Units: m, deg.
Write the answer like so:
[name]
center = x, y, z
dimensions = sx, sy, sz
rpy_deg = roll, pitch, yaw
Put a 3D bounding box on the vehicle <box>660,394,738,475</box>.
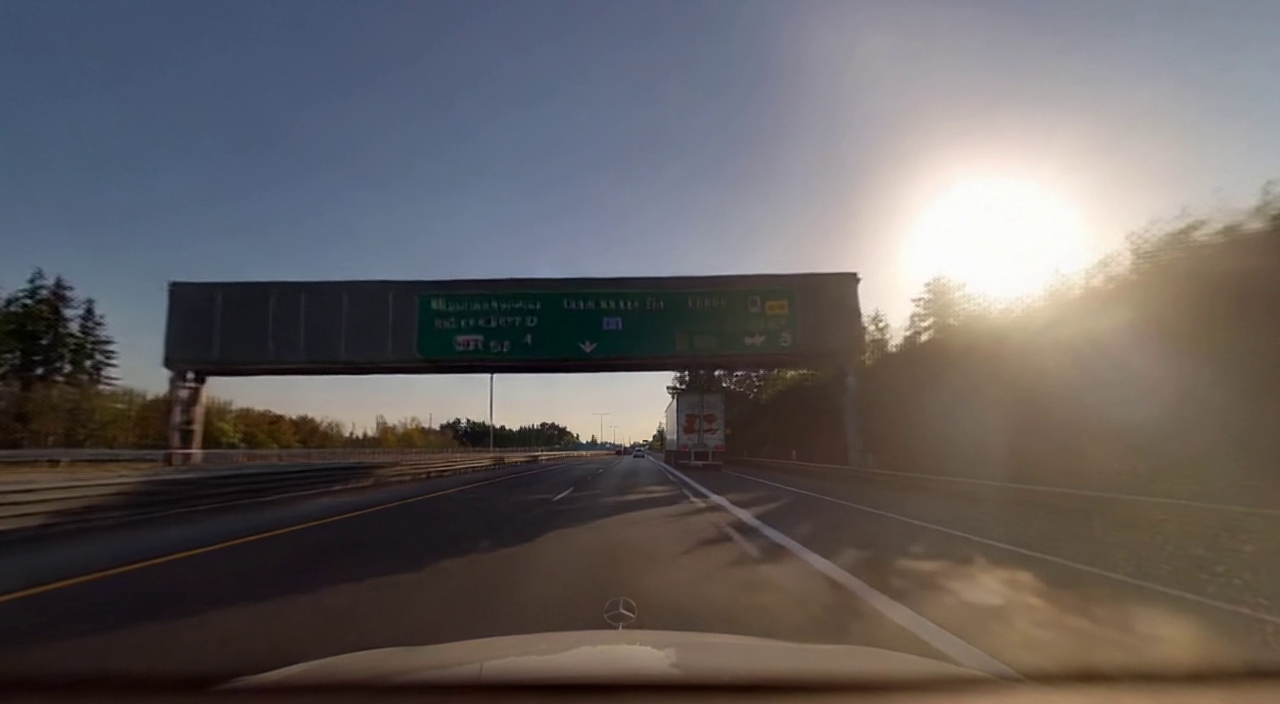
[vehicle]
center = 3.165, 5.202, 38.481
dimensions = 3.244, 4.020, 14.561
rpy_deg = 0, -9, 0
